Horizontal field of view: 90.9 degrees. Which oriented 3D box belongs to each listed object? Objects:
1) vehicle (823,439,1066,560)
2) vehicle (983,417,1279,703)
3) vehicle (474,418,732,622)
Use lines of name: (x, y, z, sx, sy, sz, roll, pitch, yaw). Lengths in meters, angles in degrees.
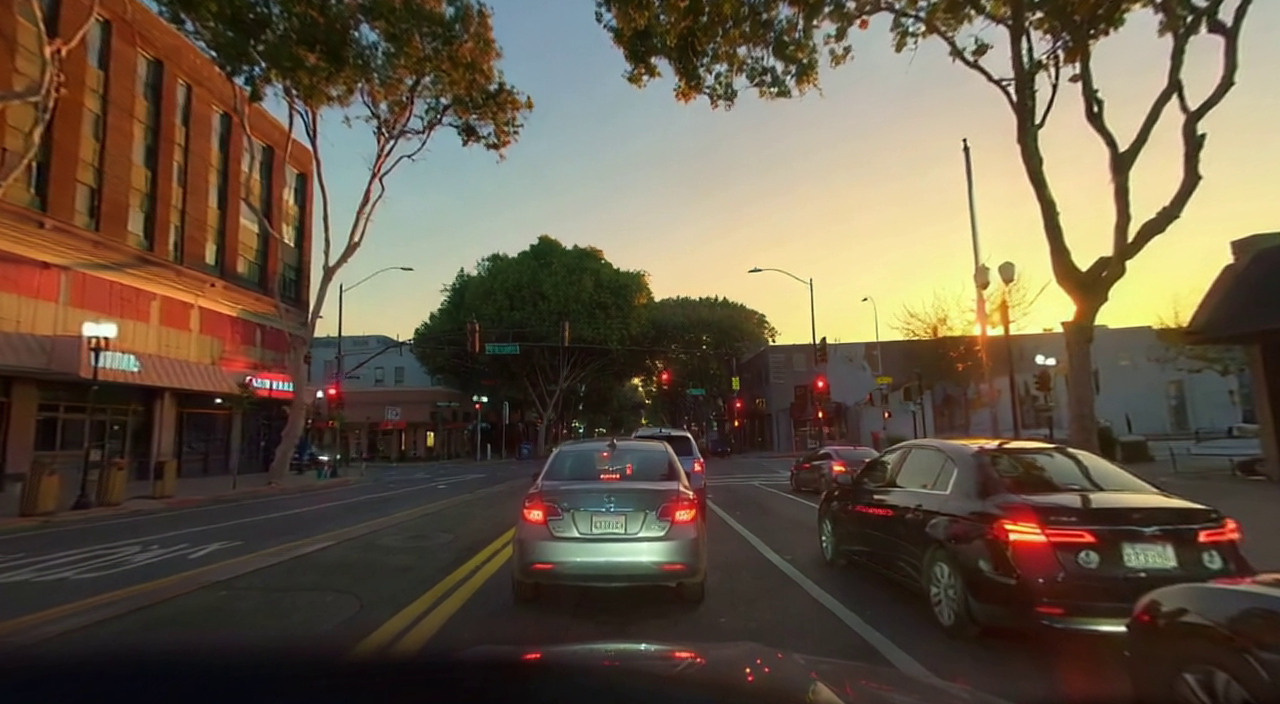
vehicle: (4.531, 2.216, 10.358, 1.912, 1.505, 4.618, -1, -8, 3)
vehicle: (3.184, 0.873, 1.498, 2.006, 1.496, 4.767, 0, -8, -1)
vehicle: (-0.276, 1.512, 6.561, 1.888, 1.489, 3.703, 0, -8, 0)
